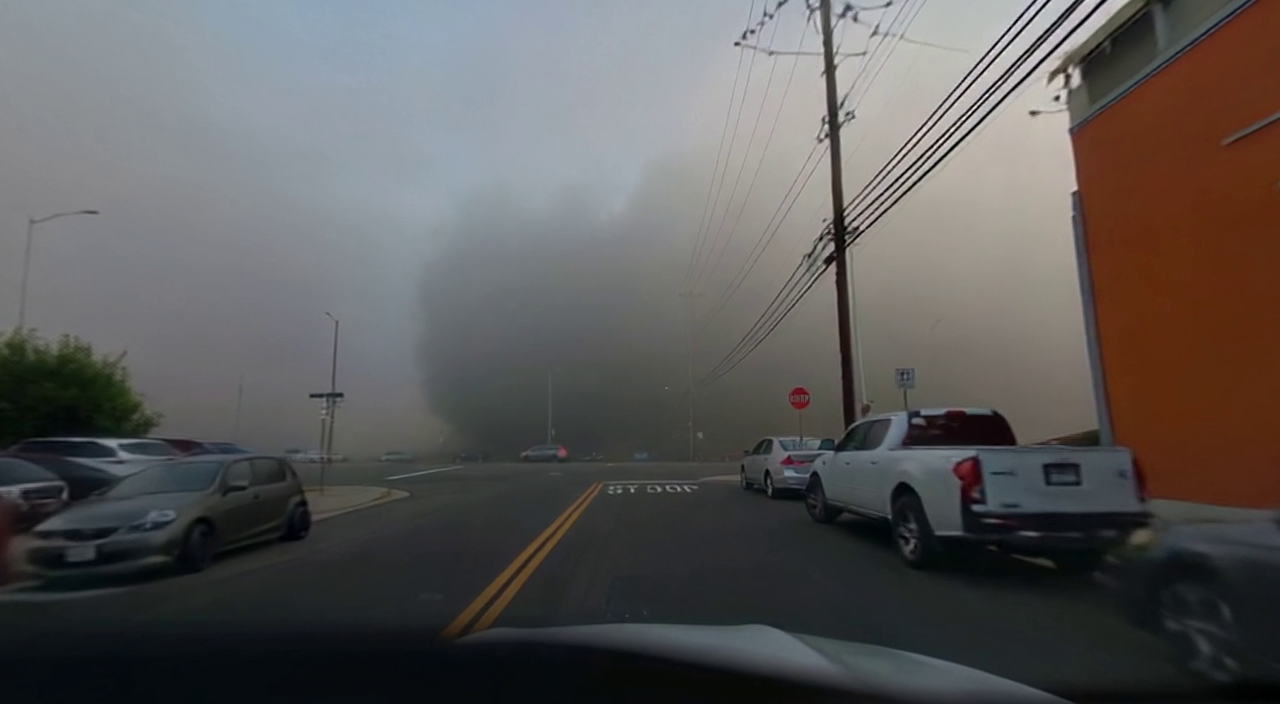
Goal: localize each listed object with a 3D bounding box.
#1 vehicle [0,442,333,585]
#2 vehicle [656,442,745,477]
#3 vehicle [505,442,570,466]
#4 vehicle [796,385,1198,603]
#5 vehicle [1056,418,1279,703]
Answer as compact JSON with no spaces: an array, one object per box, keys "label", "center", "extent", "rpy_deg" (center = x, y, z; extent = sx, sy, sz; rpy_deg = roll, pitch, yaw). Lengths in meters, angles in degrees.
[{"label":"vehicle","center":[-6.037,1.989,8.594],"extent":[1.820,1.482,3.737],"rpy_deg":[0,-8,-1]},{"label":"vehicle","center":[2.892,4.926,29.284],"extent":[2.033,1.464,4.645],"rpy_deg":[-6,-10,36]},{"label":"vehicle","center":[-7.812,7.792,48.284],"extent":[4.689,1.803,1.958],"rpy_deg":[0,-8,-2]},{"label":"vehicle","center":[3.753,1.541,7.982],"extent":[2.178,1.856,4.756],"rpy_deg":[2,-7,-2]},{"label":"vehicle","center":[3.937,0.941,2.264],"extent":[1.840,1.452,4.517],"rpy_deg":[0,-8,1]}]
